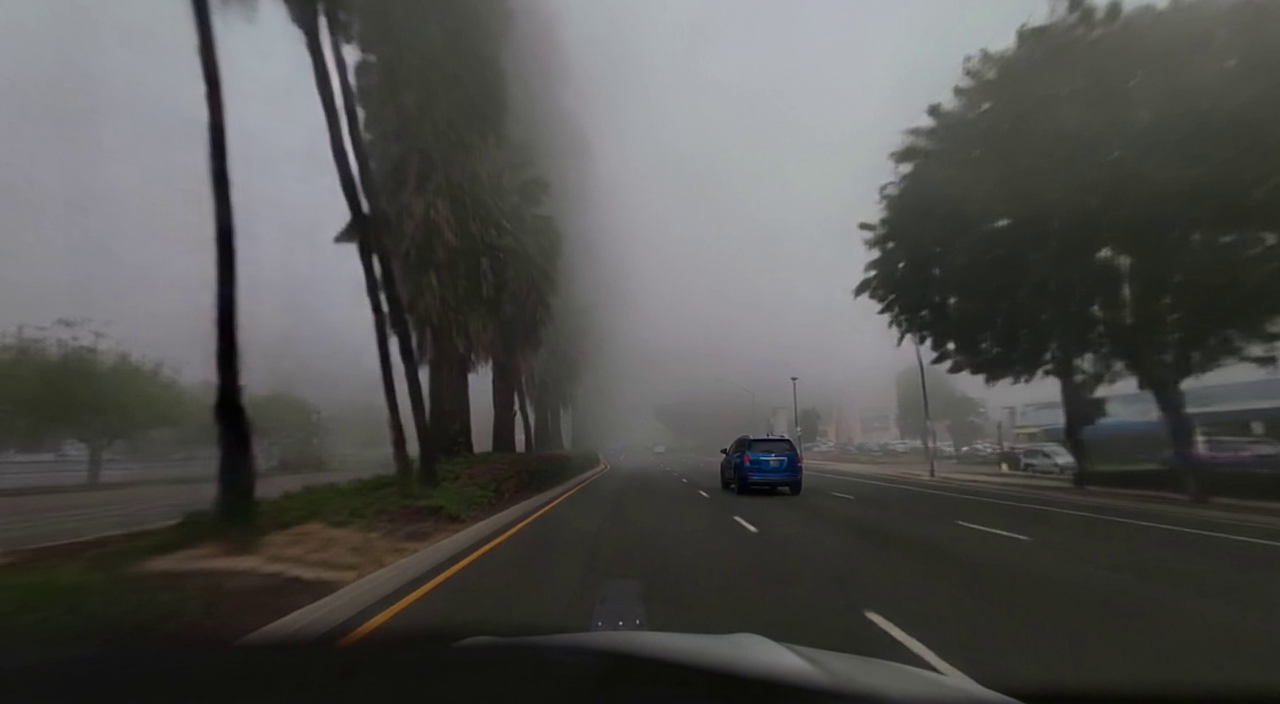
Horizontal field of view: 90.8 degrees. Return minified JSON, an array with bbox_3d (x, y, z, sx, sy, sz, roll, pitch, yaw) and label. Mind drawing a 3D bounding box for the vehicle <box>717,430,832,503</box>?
[{"bbox_3d":[3.443,3.023,17.044,2.072,1.696,4.177,0,-8,-1],"label":"vehicle"}]
